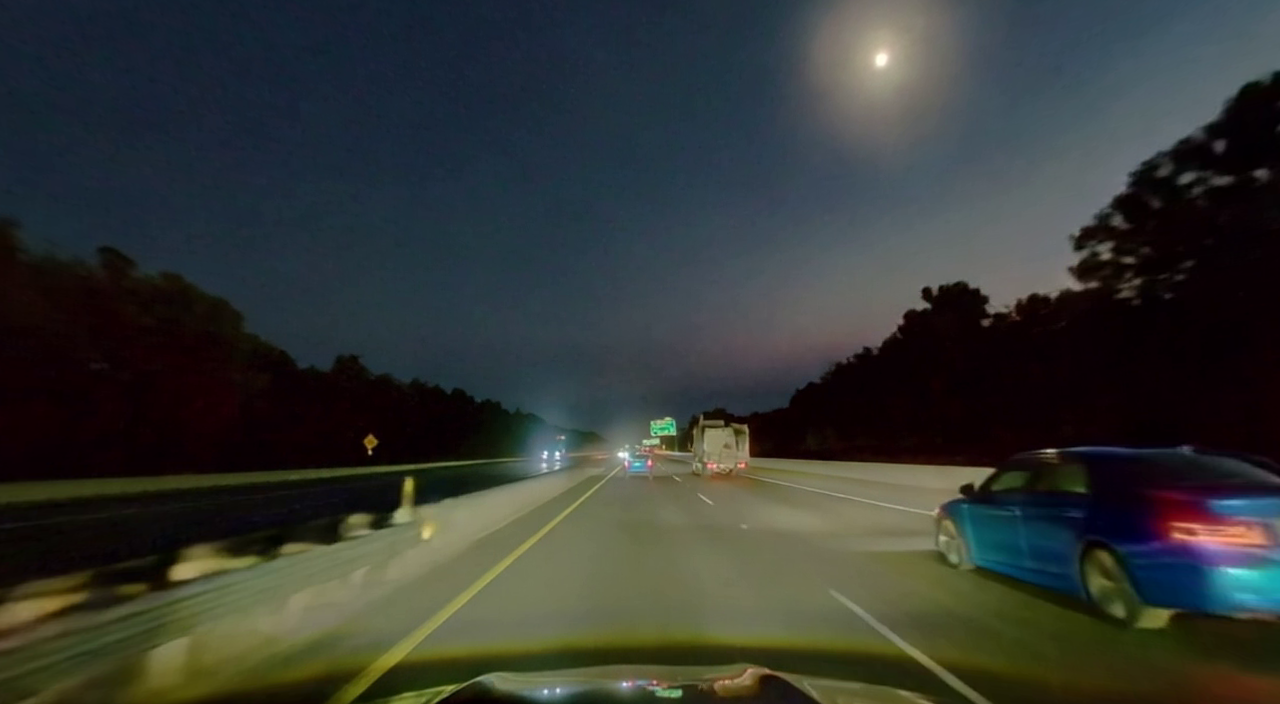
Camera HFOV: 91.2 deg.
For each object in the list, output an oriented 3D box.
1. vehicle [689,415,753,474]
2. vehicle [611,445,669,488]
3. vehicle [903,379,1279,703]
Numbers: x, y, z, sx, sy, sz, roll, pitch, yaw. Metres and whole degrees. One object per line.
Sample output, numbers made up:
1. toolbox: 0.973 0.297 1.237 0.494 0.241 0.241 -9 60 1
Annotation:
1. vehicle: 4.657 5.575 37.641 2.791 3.201 7.145 -1 -9 0
2. vehicle: -0.022 4.418 24.485 2.066 1.490 3.759 0 -9 -1
3. vehicle: 3.868 1.184 4.697 1.953 1.540 4.101 0 -9 -1
